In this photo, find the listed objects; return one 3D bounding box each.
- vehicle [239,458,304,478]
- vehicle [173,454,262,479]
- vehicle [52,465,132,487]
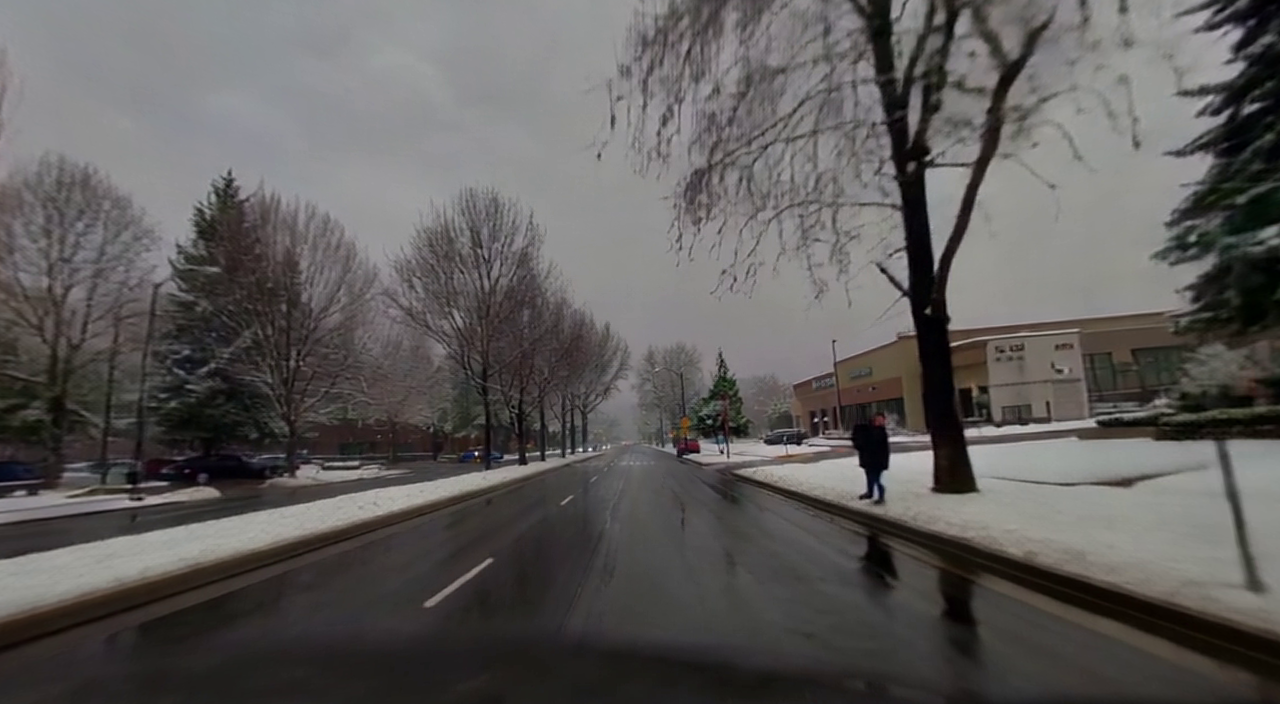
[{"bbox_3d":[-28.148,8.873,47.997,3.844,1.448,1.746,0,-9,1],"label":"vehicle"},{"bbox_3d":[-28.553,7.756,42.529,4.552,1.576,2.005,0,-9,2],"label":"vehicle"},{"bbox_3d":[-40.975,9.265,46.983,4.138,1.508,1.822,0,-9,-2],"label":"vehicle"}]
